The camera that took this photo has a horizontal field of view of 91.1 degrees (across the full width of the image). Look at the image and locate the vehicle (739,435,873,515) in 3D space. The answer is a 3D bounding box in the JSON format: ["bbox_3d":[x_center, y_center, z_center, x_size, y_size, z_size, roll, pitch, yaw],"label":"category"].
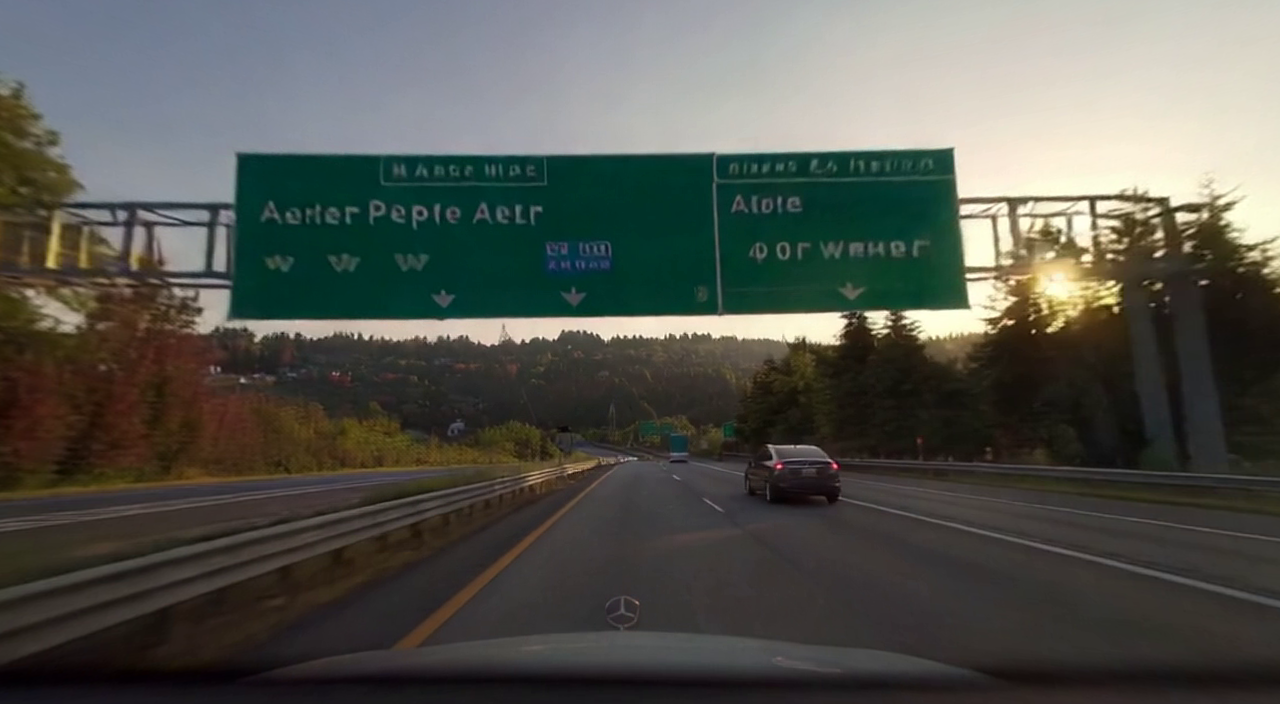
[{"bbox_3d":[3.644,2.763,14.540,2.024,1.579,3.707,0,-9,-1],"label":"vehicle"}]
